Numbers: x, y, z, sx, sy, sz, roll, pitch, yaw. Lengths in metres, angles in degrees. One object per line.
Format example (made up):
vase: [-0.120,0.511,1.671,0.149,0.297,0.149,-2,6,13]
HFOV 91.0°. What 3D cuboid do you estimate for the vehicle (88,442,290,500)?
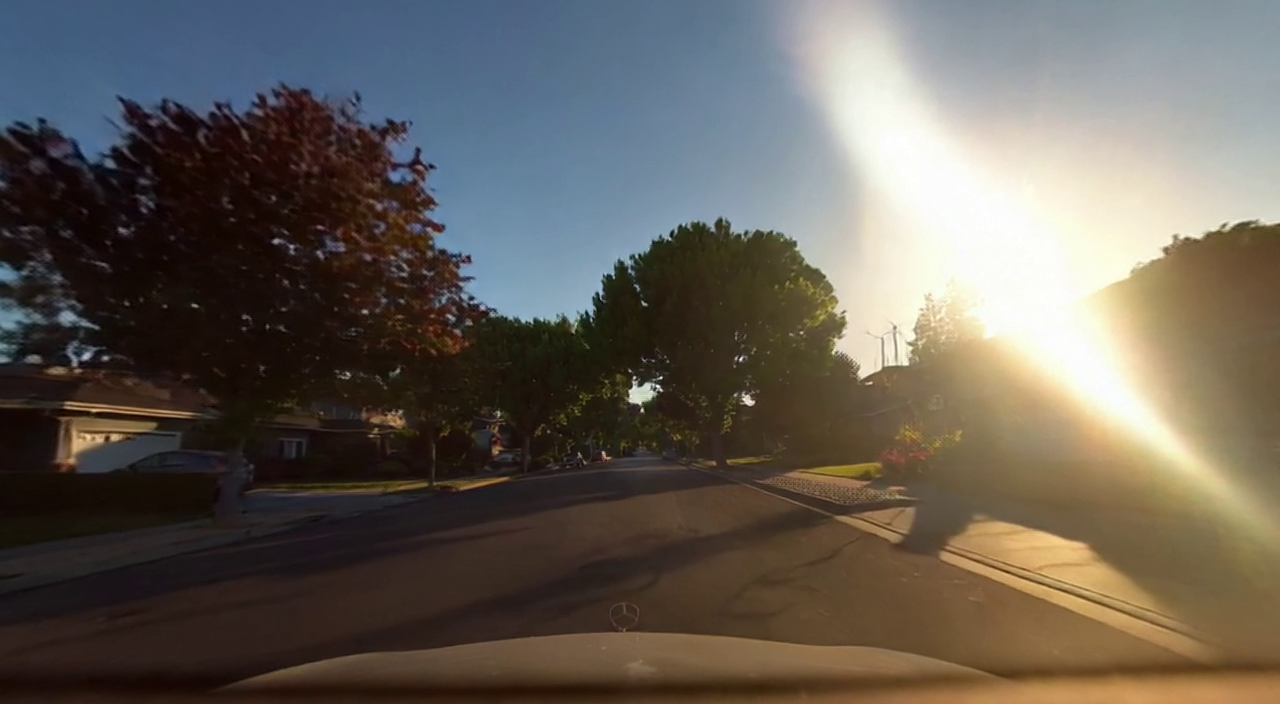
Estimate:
vehicle: [-13.869,3.671,19.569,4.850,1.676,1.920,-1,-9,3]
